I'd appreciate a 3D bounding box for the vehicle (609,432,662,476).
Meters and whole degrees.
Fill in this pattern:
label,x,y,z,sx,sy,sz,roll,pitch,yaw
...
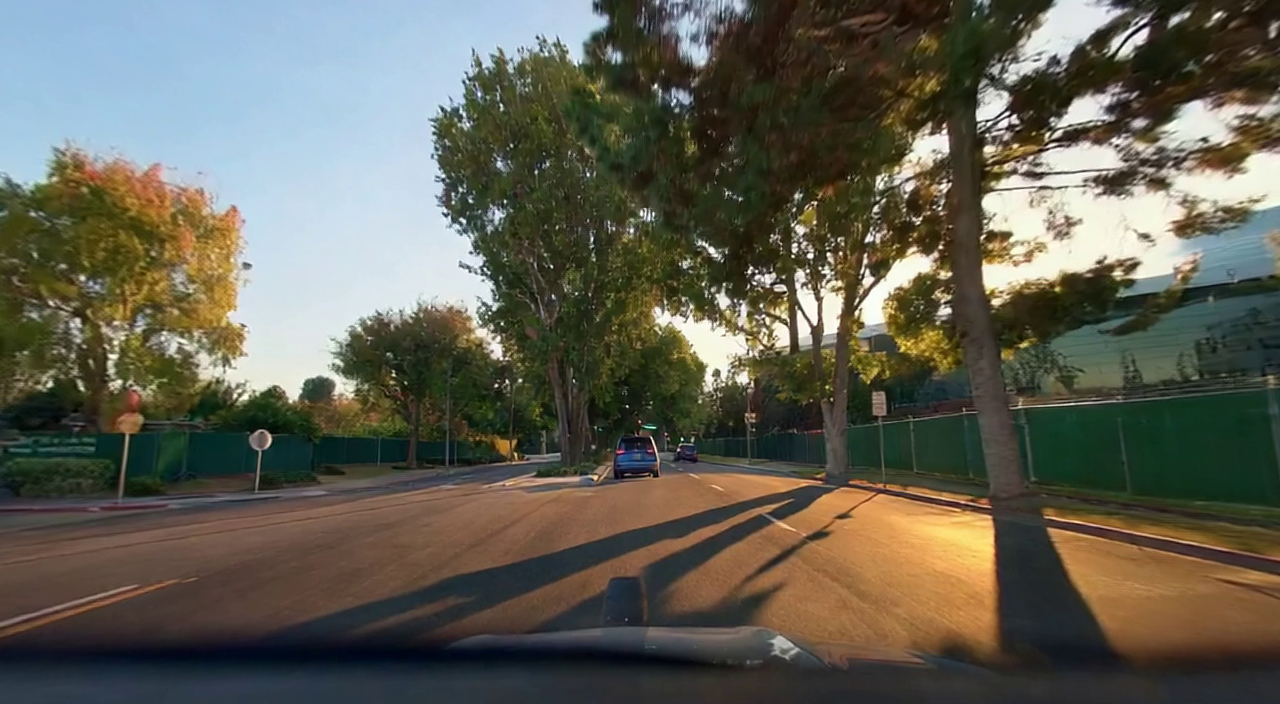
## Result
label,x,y,z,sx,sy,sz,roll,pitch,yaw
vehicle,-0.215,4.942,30.679,2.386,1.947,4.168,0,-9,-1
